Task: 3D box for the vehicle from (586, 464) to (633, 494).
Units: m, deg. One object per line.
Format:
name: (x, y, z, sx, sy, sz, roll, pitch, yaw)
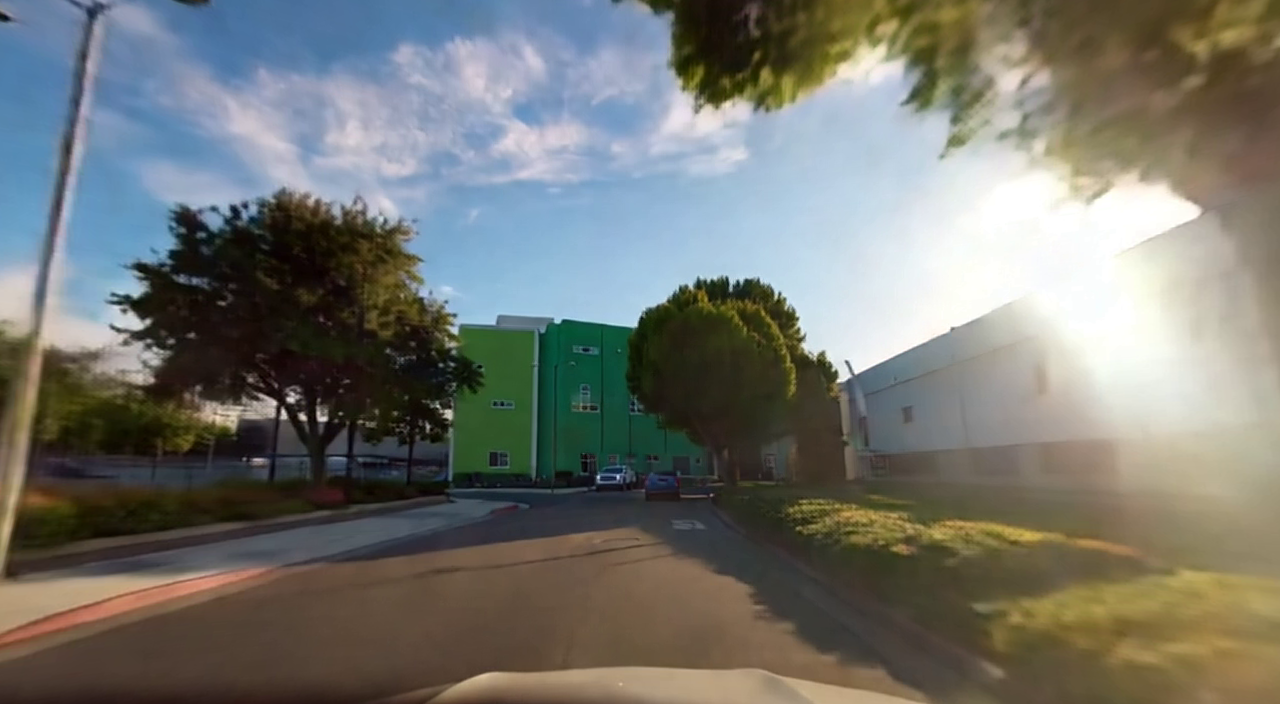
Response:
vehicle: (-1.887, 8.136, 40.583, 2.022, 1.776, 4.625, -3, -10, 10)
